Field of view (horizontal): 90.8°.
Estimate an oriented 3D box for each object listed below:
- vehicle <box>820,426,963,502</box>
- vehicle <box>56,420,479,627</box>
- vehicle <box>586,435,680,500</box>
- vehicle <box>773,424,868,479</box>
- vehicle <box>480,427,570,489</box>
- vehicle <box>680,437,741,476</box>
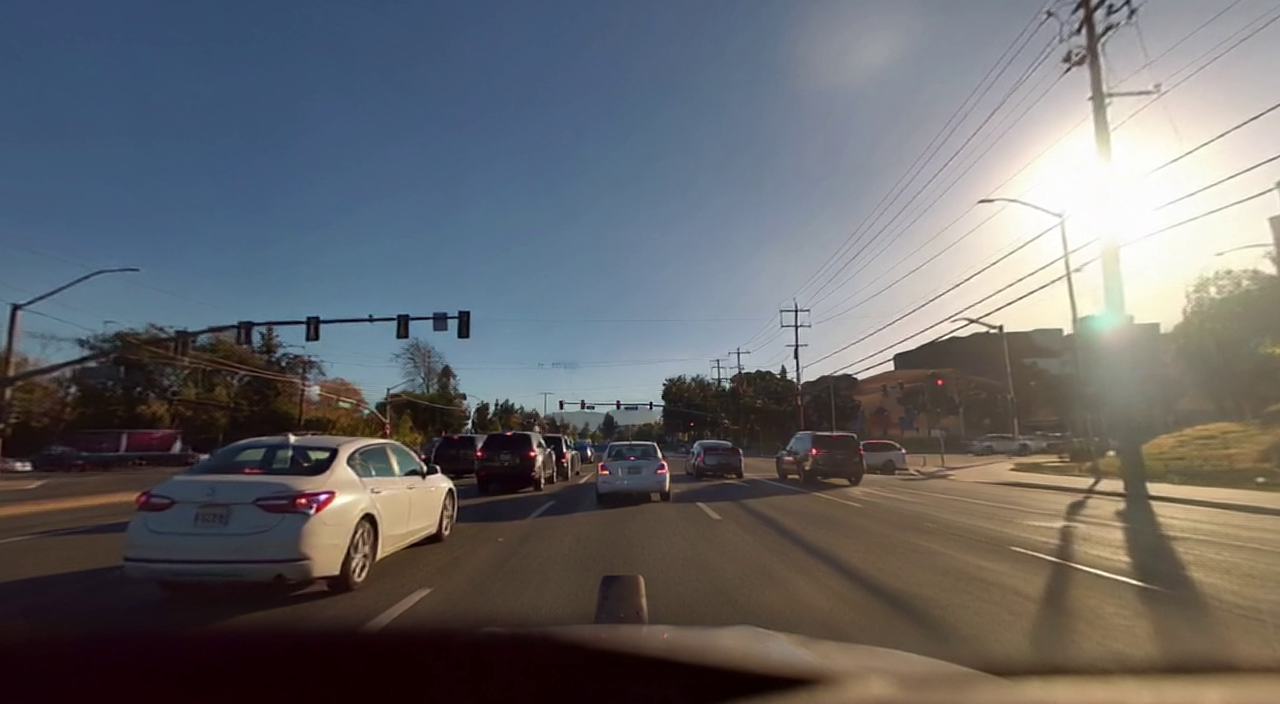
[{"bbox_3d":[6.379,2.883,16.640,1.945,1.706,4.190,0,-8,-2],"label":"vehicle"},{"bbox_3d":[-3.218,1.546,6.723,1.837,1.463,4.311,0,-8,0],"label":"vehicle"},{"bbox_3d":[-0.180,2.892,16.171,2.098,1.431,3.958,0,-8,0],"label":"vehicle"},{"bbox_3d":[7.123,4.005,25.605,2.156,1.982,5.358,0,-8,-1],"label":"vehicle"},{"bbox_3d":[-3.443,3.291,19.832,2.033,1.714,4.278,0,-8,0],"label":"vehicle"},{"bbox_3d":[2.939,4.471,27.351,1.987,1.515,4.521,0,-8,-2],"label":"vehicle"}]
